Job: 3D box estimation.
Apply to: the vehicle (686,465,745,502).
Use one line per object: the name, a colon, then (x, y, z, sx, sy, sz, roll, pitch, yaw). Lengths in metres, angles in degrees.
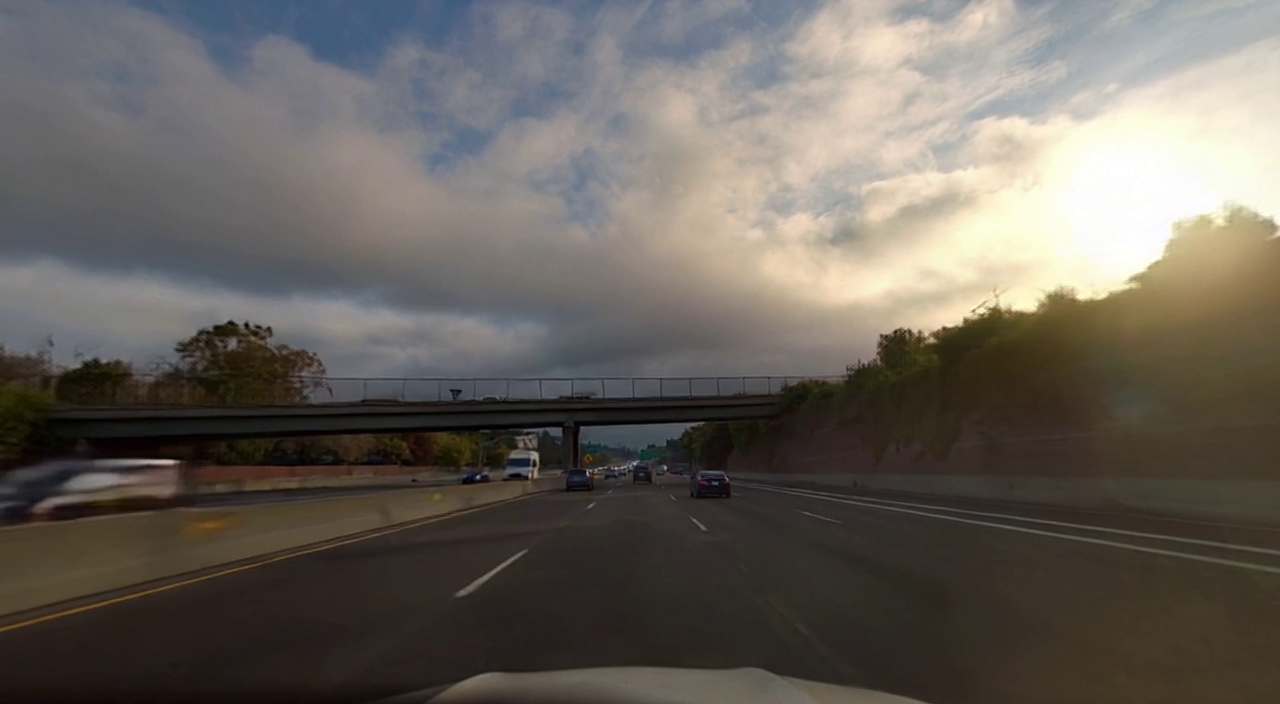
vehicle: (3.362, 6.001, 28.959, 2.092, 1.518, 4.348, 1, -10, -1)

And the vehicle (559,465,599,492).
vehicle: (-3.652, 7.672, 38.246, 1.975, 1.486, 3.903, 1, -10, 0)

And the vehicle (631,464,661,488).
vehicle: (0.431, 9.432, 48.043, 2.181, 1.698, 4.056, 1, -10, 0)

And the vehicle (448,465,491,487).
vehicle: (-13.437, 9.803, 49.762, 2.033, 1.615, 4.542, 1, -10, 1)

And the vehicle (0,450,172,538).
vehicle: (-13.275, 3.109, 14.139, 1.934, 1.661, 4.526, 1, -10, 0)
